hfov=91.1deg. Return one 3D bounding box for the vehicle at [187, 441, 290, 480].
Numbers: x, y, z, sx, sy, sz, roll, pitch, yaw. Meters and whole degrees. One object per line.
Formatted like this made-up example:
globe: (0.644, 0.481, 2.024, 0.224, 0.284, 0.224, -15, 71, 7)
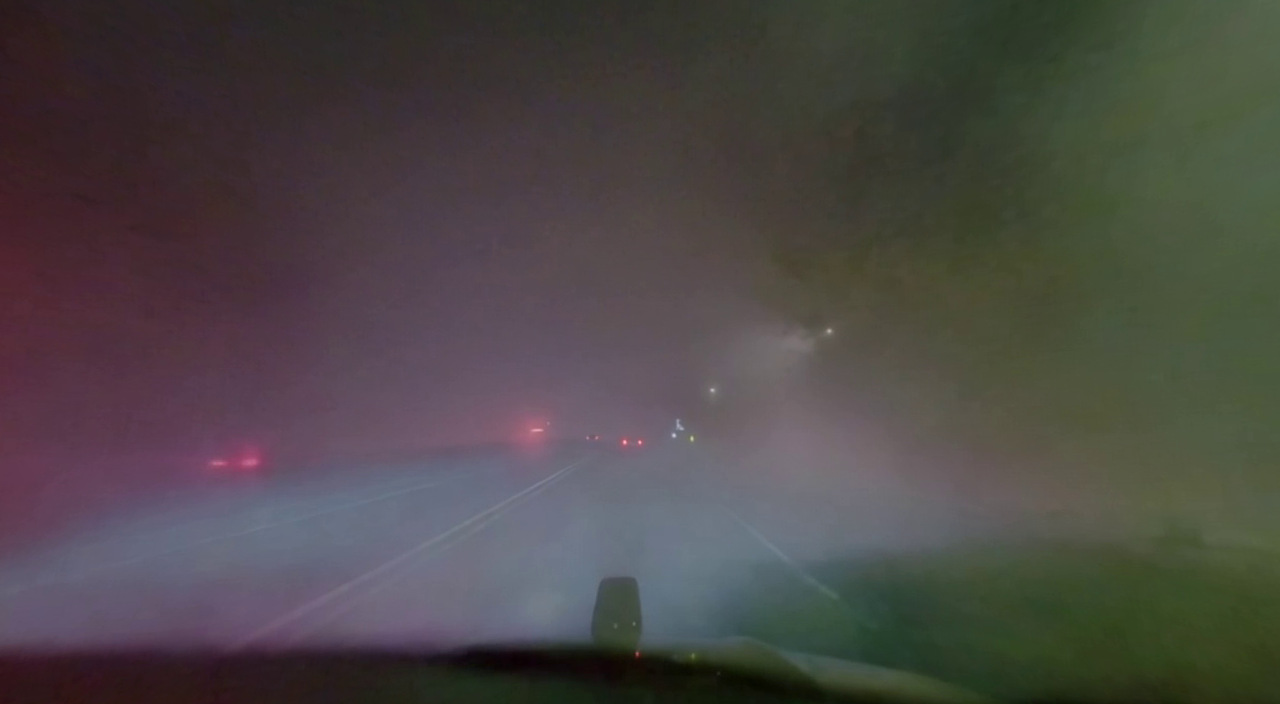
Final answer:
vehicle: (-16.774, 4.519, 26.504, 1.784, 1.486, 3.920, 0, -8, -1)
